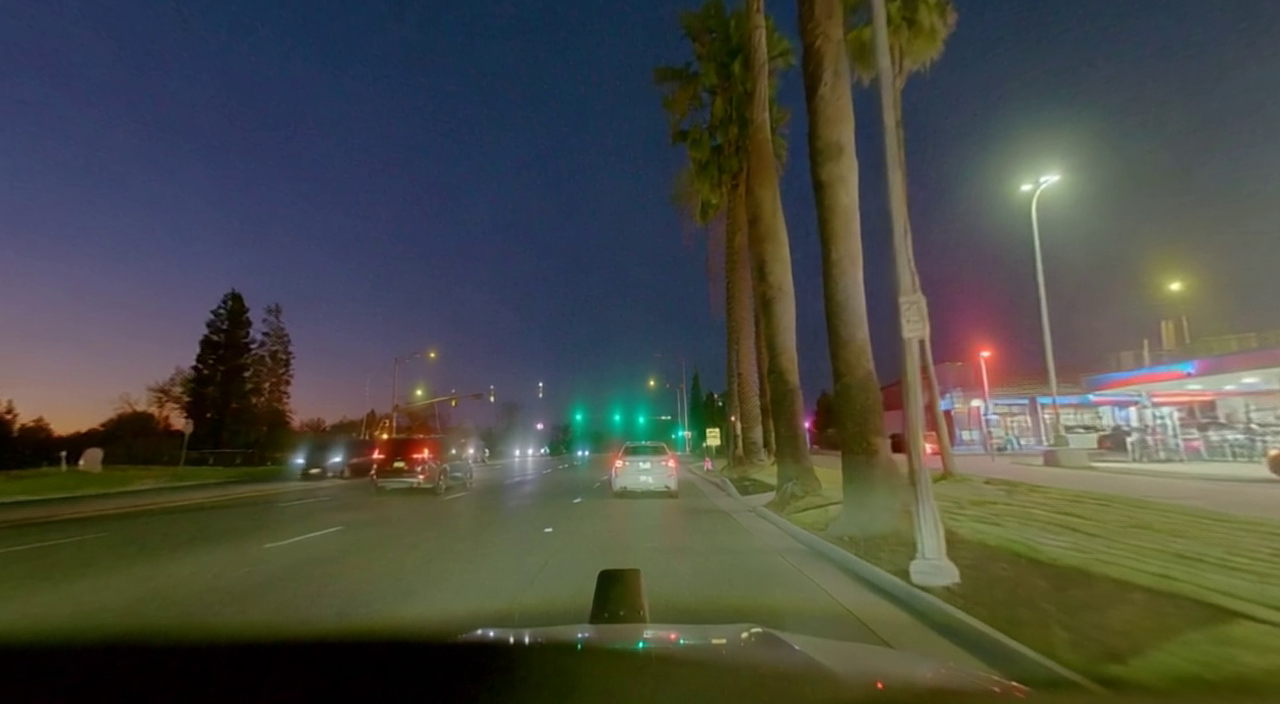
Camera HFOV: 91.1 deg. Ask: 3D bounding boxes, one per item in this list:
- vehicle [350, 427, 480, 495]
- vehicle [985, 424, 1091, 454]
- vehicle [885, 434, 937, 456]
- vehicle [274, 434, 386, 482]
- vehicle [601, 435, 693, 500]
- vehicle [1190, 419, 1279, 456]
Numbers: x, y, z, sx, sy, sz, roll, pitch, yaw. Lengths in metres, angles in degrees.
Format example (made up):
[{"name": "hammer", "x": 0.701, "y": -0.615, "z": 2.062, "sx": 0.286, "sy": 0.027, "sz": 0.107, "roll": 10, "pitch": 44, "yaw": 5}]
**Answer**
[{"name": "vehicle", "x": -6.316, "y": 3.113, "z": 18.254, "sx": 2.057, "sy": 1.705, "sz": 4.394, "roll": 0, "pitch": -8, "yaw": 1}, {"name": "vehicle", "x": 26.413, "y": 5.762, "z": 41.688, "sx": 5.769, "sy": 1.925, "sz": 2.364, "roll": 1, "pitch": -8, "yaw": -11}, {"name": "vehicle", "x": 20.242, "y": 6.942, "z": 46.837, "sx": 1.952, "sy": 1.501, "sz": 4.471, "roll": -8, "pitch": -12, "yaw": 44}, {"name": "vehicle", "x": -13.084, "y": 4.487, "z": 26.980, "sx": 2.128, "sy": 1.818, "sz": 5.441, "roll": 0, "pitch": -8, "yaw": -1}, {"name": "vehicle", "x": 0.192, "y": 3.026, "z": 16.912, "sx": 2.145, "sy": 1.483, "sz": 4.453, "roll": 0, "pitch": -8, "yaw": 1}, {"name": "vehicle", "x": 29.219, "y": 4.056, "z": 29.687, "sx": 4.445, "sy": 1.664, "sz": 1.878, "roll": 0, "pitch": -9, "yaw": 3}]
